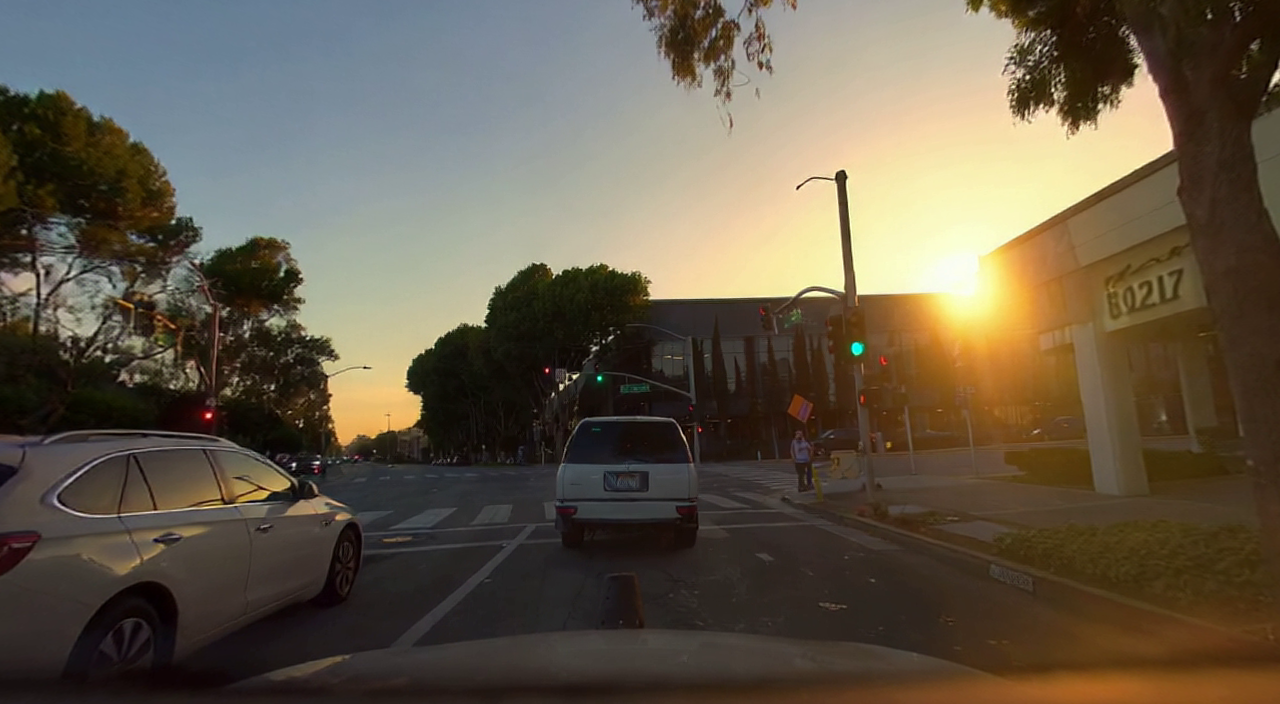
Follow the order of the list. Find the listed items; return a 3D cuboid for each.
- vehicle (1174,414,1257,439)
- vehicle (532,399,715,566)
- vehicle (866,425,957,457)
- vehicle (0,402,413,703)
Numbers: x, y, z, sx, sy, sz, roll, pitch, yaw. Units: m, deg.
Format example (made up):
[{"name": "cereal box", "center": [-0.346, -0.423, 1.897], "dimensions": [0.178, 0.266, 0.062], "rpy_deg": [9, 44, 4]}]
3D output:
[{"name": "vehicle", "center": [37.415, 4.869, 41.081], "dimensions": [4.509, 1.487, 1.915], "rpy_deg": [3, -9, -19]}, {"name": "vehicle", "center": [-0.185, 1.793, 9.345], "dimensions": [2.059, 1.877, 4.249], "rpy_deg": [0, -8, 0]}, {"name": "vehicle", "center": [13.857, 4.561, 32.357], "dimensions": [3.830, 1.545, 2.006], "rpy_deg": [3, -9, -18]}, {"name": "vehicle", "center": [-3.378, 1.266, 4.562], "dimensions": [2.011, 1.527, 4.008], "rpy_deg": [0, -8, -1]}]
